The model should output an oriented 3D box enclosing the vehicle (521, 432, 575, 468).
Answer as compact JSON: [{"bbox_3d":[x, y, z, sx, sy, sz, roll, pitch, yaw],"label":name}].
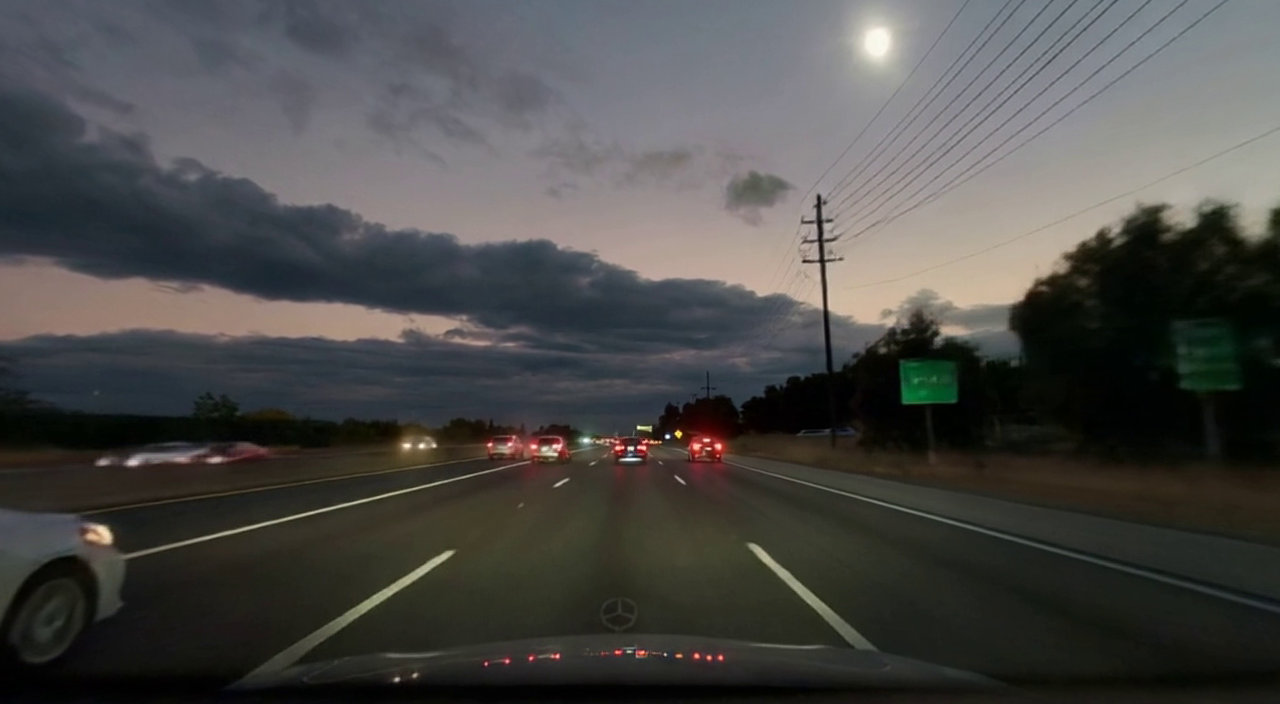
[{"bbox_3d":[-4.377,4.694,30.524,1.901,1.601,4.610,0,-8,0],"label":"vehicle"}]

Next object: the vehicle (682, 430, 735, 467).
[{"bbox_3d":[3.287,4.756,31.296,1.950,1.695,4.446,1,-8,-2],"label":"vehicle"}]

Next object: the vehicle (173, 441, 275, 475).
[{"bbox_3d":[-19.543,4.979,29.895,1.806,1.407,4.562,0,-8,-1],"label":"vehicle"}]

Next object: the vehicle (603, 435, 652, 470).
[{"bbox_3d":[-0.565,4.544,28.742,2.086,1.488,3.440,0,-8,-2],"label":"vehicle"}]

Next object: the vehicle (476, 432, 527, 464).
[{"bbox_3d":[-7.764,5.408,35.775,1.980,1.678,4.255,0,-8,-1],"label":"vehicle"}]

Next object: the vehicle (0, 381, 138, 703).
[{"bbox_3d":[-4.173,0.777,1.835,2.004,1.607,4.161,0,-8,-1],"label":"vehicle"}]
